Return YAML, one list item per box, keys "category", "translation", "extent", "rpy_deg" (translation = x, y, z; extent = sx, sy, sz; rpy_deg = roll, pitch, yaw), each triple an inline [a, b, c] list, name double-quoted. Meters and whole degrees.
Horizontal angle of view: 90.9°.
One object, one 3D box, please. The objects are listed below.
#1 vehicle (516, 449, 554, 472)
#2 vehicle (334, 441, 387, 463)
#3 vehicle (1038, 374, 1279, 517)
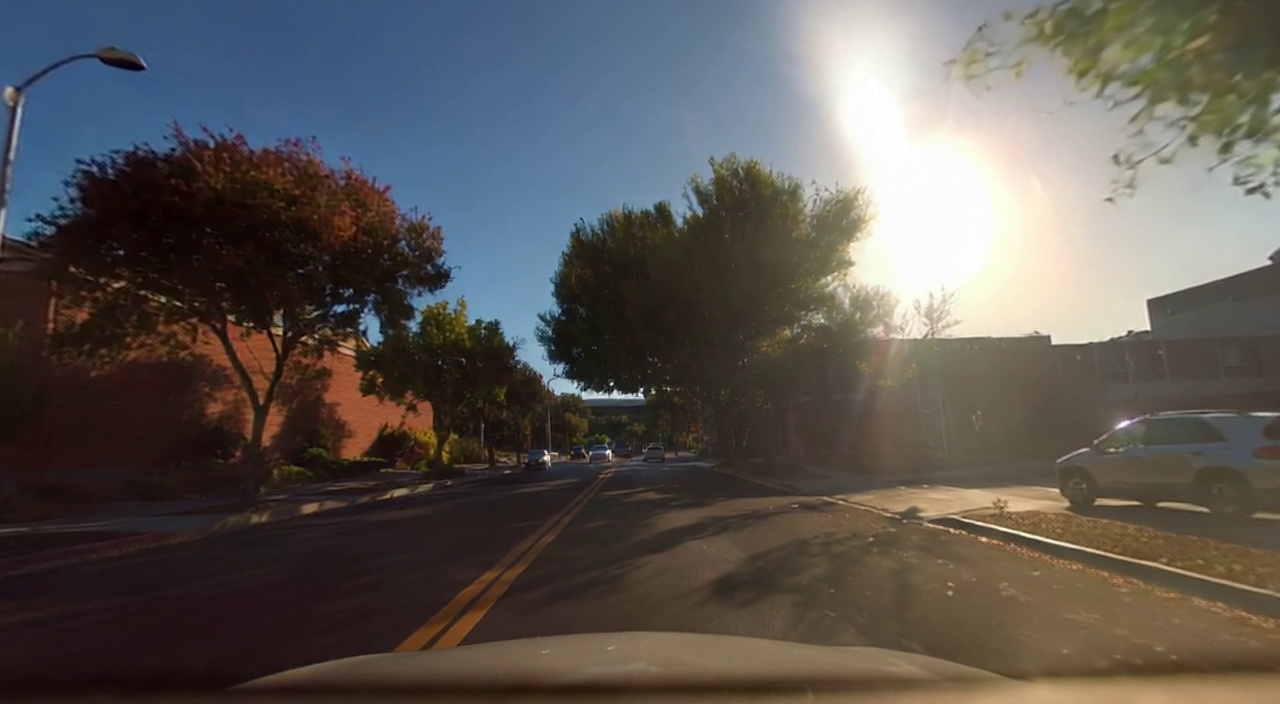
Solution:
- category: "vehicle"
  translation: [-7.207, 7.474, 43.720]
  extent: [1.930, 1.463, 4.195]
  rpy_deg: [0, -9, 0]
- category: "vehicle"
  translation: [-21.332, 7.644, 48.249]
  extent: [1.906, 1.596, 4.599]
  rpy_deg: [0, -9, 1]
- category: "vehicle"
  translation: [9.208, 1.611, 10.482]
  extent: [2.018, 1.840, 4.662]
  rpy_deg: [0, -10, -1]
